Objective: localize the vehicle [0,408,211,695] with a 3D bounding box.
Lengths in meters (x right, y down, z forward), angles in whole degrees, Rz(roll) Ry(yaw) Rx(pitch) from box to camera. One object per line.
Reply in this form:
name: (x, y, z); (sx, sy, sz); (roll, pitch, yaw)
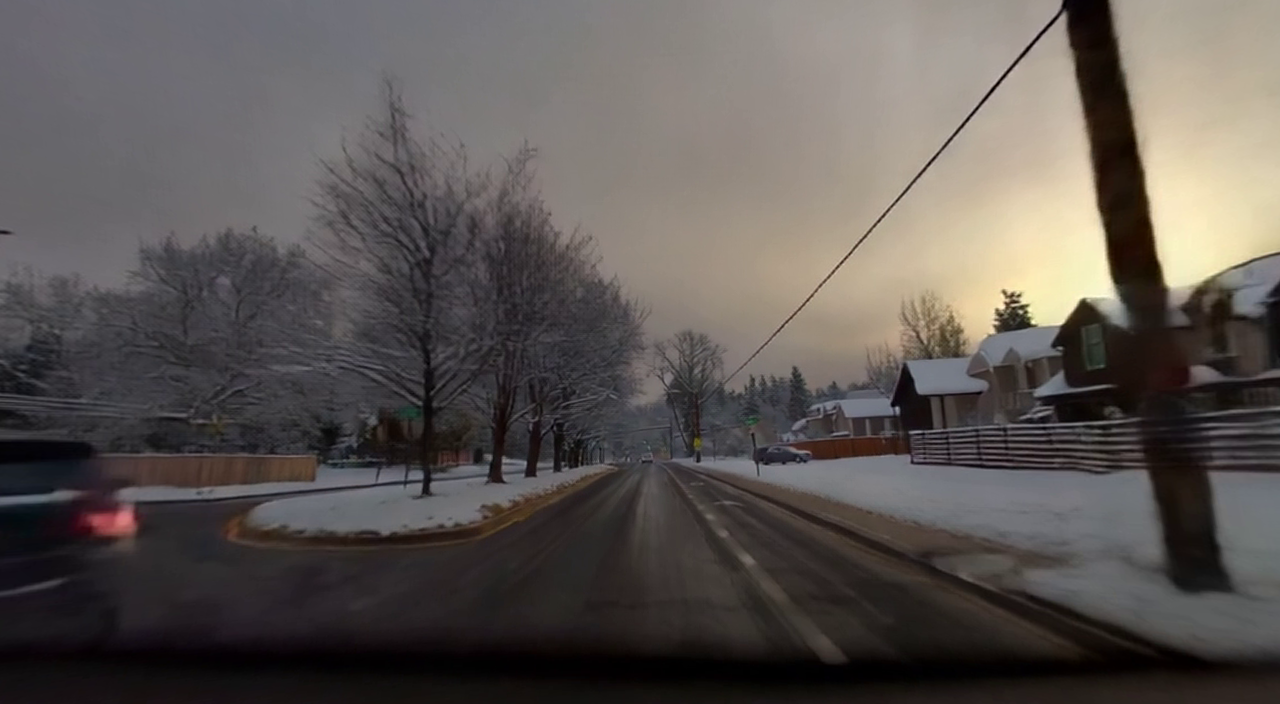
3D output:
vehicle: (-5.246, 1.410, 5.243); (2.290, 1.653, 4.127); (5, -10, -29)
